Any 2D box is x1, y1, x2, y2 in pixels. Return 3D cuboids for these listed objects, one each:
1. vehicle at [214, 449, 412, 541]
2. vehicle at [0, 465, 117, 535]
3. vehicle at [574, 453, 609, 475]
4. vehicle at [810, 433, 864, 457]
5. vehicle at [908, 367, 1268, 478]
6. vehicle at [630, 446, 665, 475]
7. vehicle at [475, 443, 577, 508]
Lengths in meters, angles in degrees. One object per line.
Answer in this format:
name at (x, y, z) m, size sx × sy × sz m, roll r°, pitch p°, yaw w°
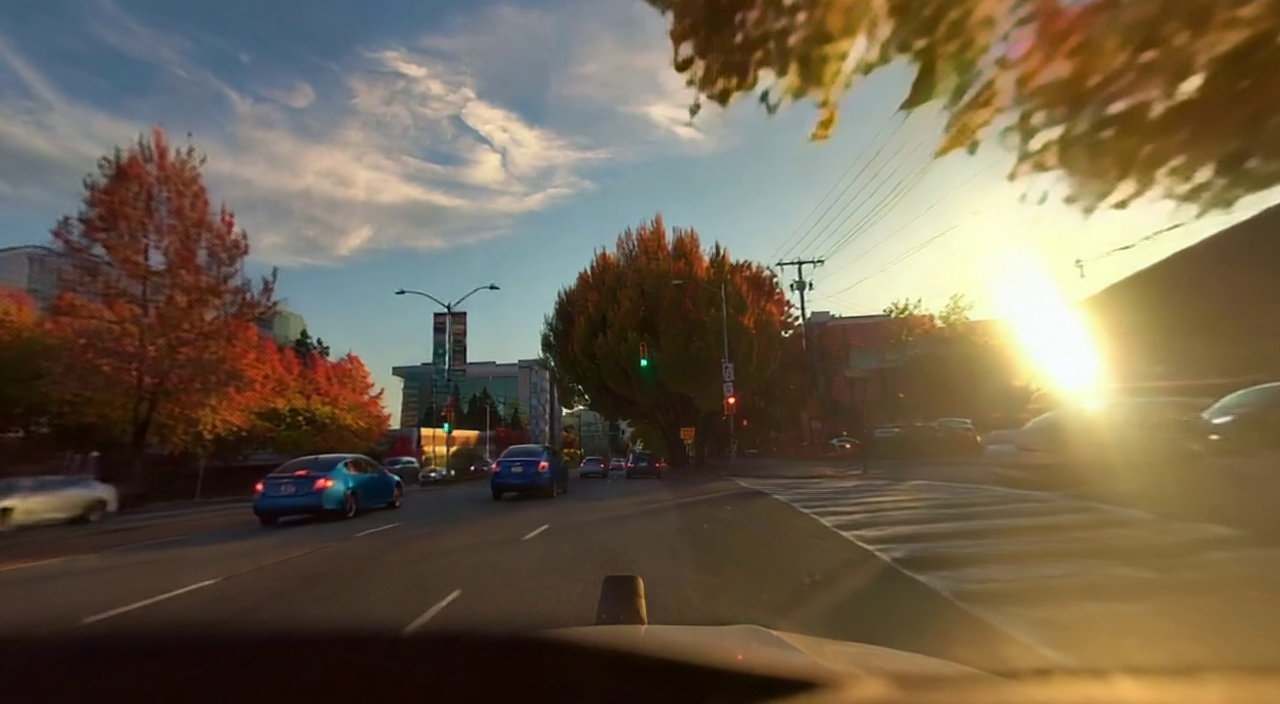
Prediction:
vehicle at (-6.717, 2.918, 13.596) m, size 1.932 × 1.596 × 4.247 m, roll 0°, pitch -8°, yaw 1°
vehicle at (-19.194, 4.476, 19.304) m, size 2.031 × 1.818 × 4.887 m, roll 0°, pitch -8°, yaw 0°
vehicle at (-3.513, 8.195, 46.242) m, size 2.068 × 1.482 × 4.490 m, roll 0°, pitch -8°, yaw 2°
vehicle at (15.032, 7.162, 48.272) m, size 1.826 × 1.474 × 4.254 m, roll -1°, pitch -11°, yaw -14°
vehicle at (9.959, 1.671, 14.444) m, size 6.464 × 2.280 × 2.483 m, roll 1°, pitch -8°, yaw -4°
vehicle at (0.427, 7.006, 40.872) m, size 2.144 × 1.704 × 4.028 m, roll 0°, pitch -8°, yaw -1°
vehicle at (-3.211, 3.548, 18.730) m, size 2.085 × 1.663 × 4.513 m, roll 0°, pitch -8°, yaw 1°
